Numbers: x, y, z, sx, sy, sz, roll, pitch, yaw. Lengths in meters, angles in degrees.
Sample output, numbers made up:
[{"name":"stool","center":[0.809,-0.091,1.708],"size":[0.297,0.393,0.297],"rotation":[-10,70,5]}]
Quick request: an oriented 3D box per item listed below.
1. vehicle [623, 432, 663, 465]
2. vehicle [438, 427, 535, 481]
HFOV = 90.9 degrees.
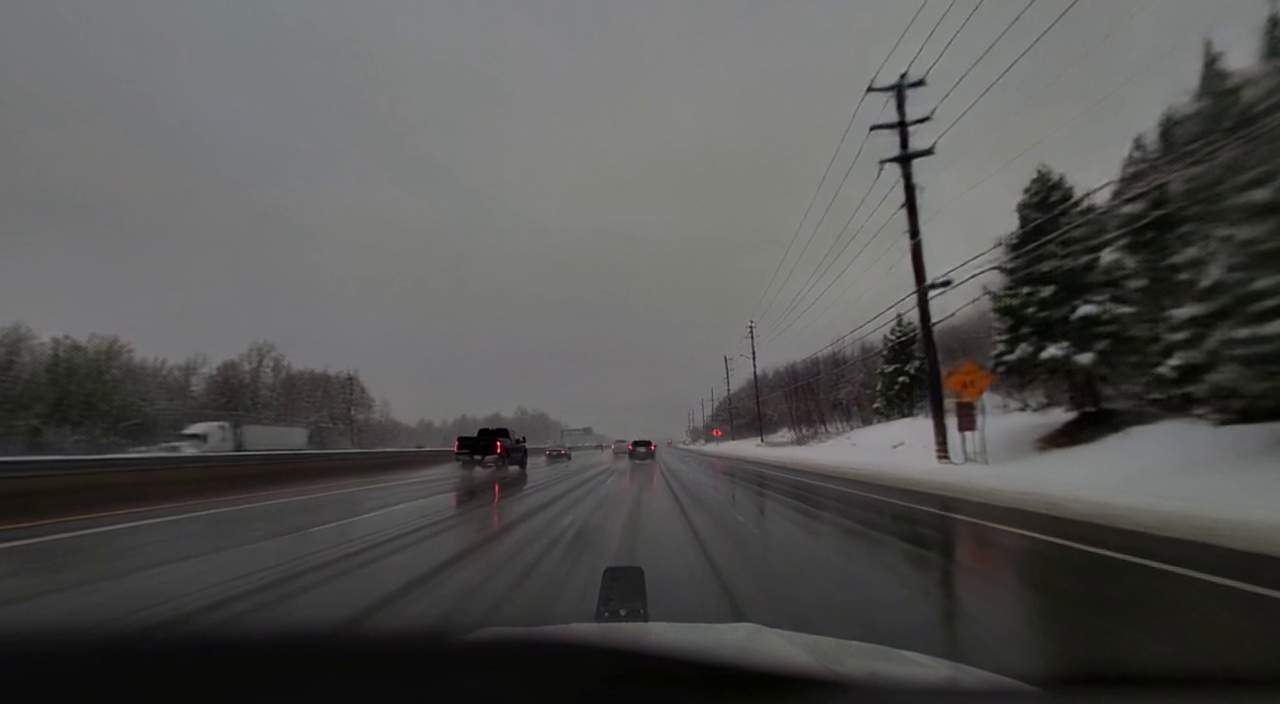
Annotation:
[{"name":"vehicle","center":[0.254,6.353,41.591],"size":[2.448,2.025,5.193],"rotation":[0,-8,1]},{"name":"vehicle","center":[-6.312,4.306,27.000],"size":[2.460,1.992,6.474],"rotation":[0,-8,0]}]
